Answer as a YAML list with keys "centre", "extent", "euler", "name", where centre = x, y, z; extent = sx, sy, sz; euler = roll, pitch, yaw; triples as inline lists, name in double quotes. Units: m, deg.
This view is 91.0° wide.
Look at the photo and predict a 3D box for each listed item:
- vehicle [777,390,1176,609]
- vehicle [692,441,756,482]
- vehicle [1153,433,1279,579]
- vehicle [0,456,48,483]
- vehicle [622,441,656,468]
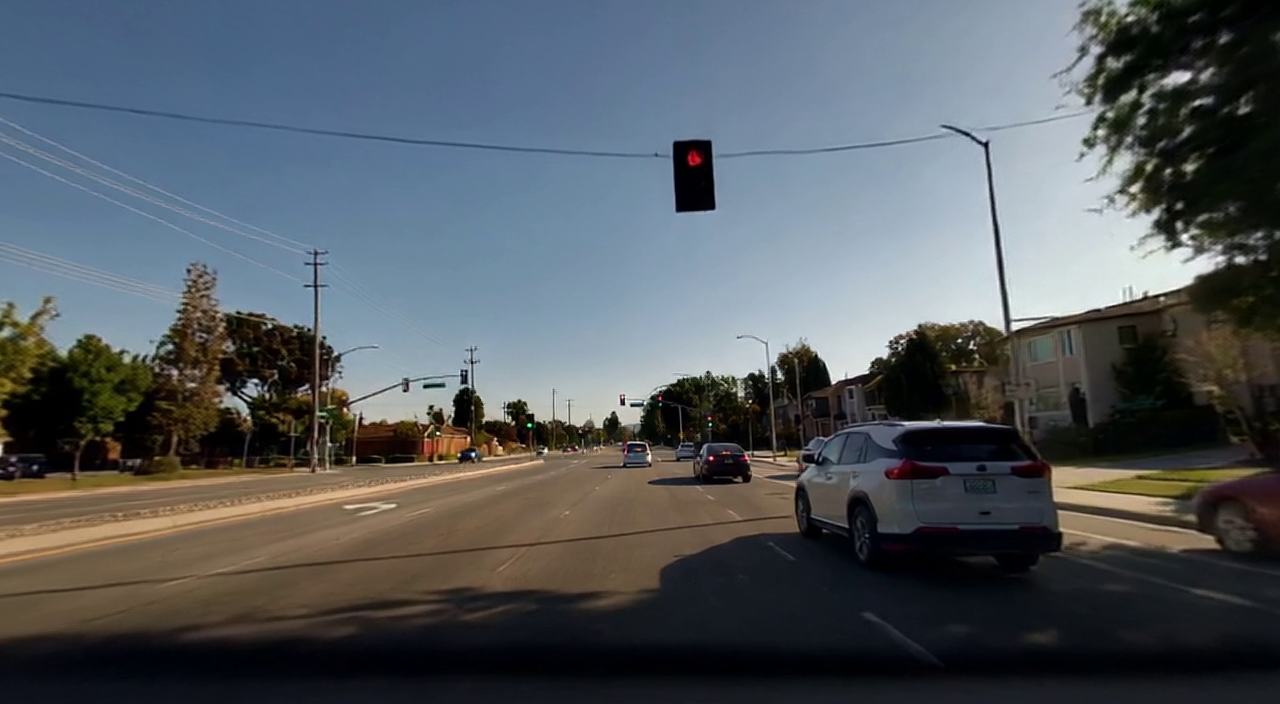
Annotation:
- centre: [3.233, 1.538, 7.471]
  extent: [2.129, 1.761, 4.610]
  euler: [0, -9, 0]
  name: "vehicle"
- centre: [3.167, 4.248, 24.635]
  extent: [1.889, 1.451, 4.180]
  euler: [0, -9, 0]
  name: "vehicle"
- centre: [7.314, 1.383, 5.325]
  extent: [2.010, 1.421, 4.586]
  euler: [0, -9, -1]
  name: "vehicle"
- centre: [-38.278, 7.112, 38.390]
  extent: [4.260, 1.501, 1.892]
  euler: [-5, -10, 30]
  name: "vehicle"
- centre: [-0.084, 6.848, 42.207]
  extent: [2.146, 1.685, 4.003]
  euler: [0, -9, -1]
  name: "vehicle"
